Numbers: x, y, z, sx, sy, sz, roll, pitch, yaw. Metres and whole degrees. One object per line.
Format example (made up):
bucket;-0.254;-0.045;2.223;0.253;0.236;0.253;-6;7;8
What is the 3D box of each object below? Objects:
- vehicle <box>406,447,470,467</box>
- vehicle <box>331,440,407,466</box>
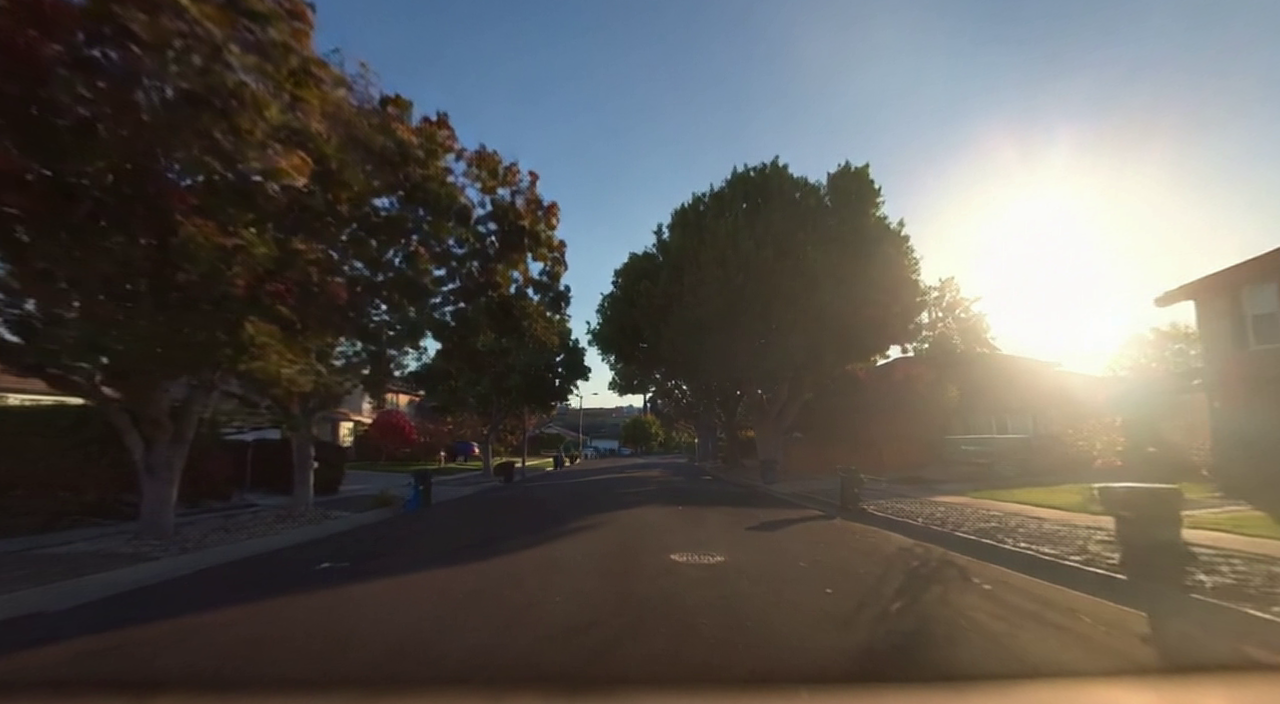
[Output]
vehicle;-15.843;8.251;49.680;4.307;1.508;2.072;0;-10;1
vehicle;-19.308;7.248;45.161;4.359;1.789;2.123;0;-10;0
